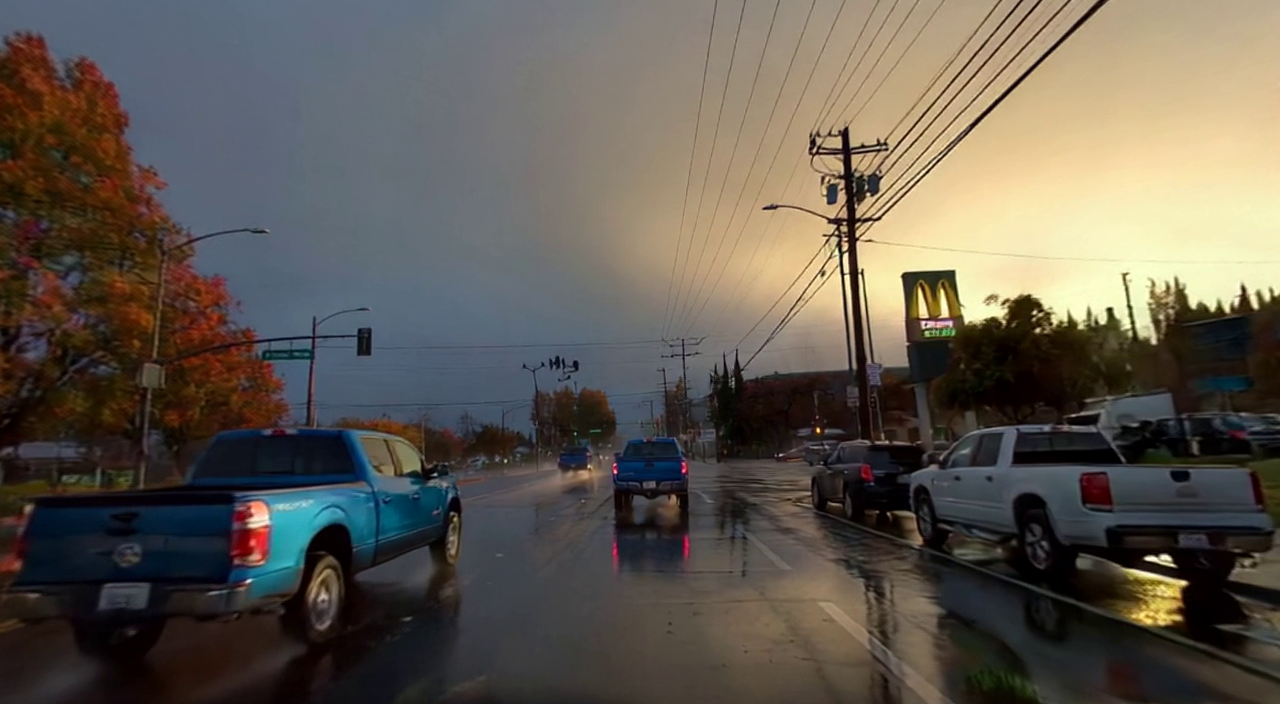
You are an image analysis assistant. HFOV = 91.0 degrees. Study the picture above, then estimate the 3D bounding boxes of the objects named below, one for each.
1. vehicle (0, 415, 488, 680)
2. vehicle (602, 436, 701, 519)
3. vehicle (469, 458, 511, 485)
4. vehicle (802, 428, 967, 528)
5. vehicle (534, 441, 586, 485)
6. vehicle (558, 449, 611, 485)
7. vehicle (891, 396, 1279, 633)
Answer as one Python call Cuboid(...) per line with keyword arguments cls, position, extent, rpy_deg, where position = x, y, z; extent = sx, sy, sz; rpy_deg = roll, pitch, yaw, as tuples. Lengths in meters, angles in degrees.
Cuboid(cls="vehicle", position=(-3.139, 1.518, 6.149), extent=(1.995, 1.554, 4.618), rpy_deg=(0, -9, 2))
Cuboid(cls="vehicle", position=(0.445, 3.001, 15.659), extent=(2.089, 1.699, 4.650), rpy_deg=(0, -9, 5))
Cuboid(cls="vehicle", position=(-11.739, 9.393, 49.721), extent=(2.081, 1.925, 5.632), rpy_deg=(0, -9, -1))
Cuboid(cls="vehicle", position=(5.120, 2.674, 13.986), extent=(1.974, 1.823, 4.576), rpy_deg=(0, -9, 2))
Cuboid(cls="vehicle", position=(-5.759, 8.087, 46.456), extent=(2.619, 2.948, 7.193), rpy_deg=(0, -9, 2))
Cuboid(cls="vehicle", position=(-2.931, 6.225, 34.453), extent=(2.140, 1.768, 5.092), rpy_deg=(0, -9, 3))
Cuboid(cls="vehicle", position=(4.912, 1.608, 7.296), extent=(2.007, 1.786, 4.870), rpy_deg=(0, -9, 0))
